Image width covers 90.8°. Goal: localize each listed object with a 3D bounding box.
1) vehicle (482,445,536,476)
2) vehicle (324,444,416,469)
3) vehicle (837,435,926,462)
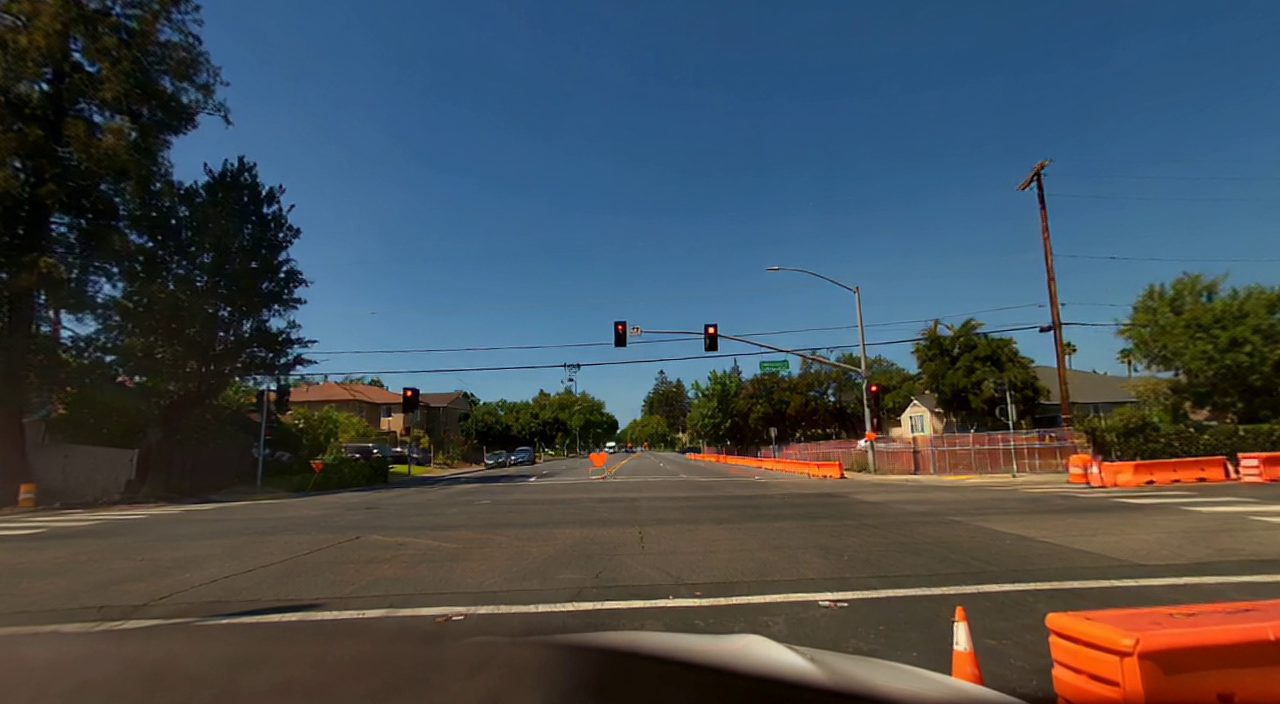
[{"bbox_3d":[-6.629,5.533,32.398,1.881,1.452,4.121,0,-8,0],"label":"vehicle"},{"bbox_3d":[-16.420,6.374,38.593,4.713,1.409,1.918,0,-8,-2],"label":"vehicle"},{"bbox_3d":[15.347,6.175,40.344,4.892,1.656,1.856,0,-8,0],"label":"vehicle"}]
